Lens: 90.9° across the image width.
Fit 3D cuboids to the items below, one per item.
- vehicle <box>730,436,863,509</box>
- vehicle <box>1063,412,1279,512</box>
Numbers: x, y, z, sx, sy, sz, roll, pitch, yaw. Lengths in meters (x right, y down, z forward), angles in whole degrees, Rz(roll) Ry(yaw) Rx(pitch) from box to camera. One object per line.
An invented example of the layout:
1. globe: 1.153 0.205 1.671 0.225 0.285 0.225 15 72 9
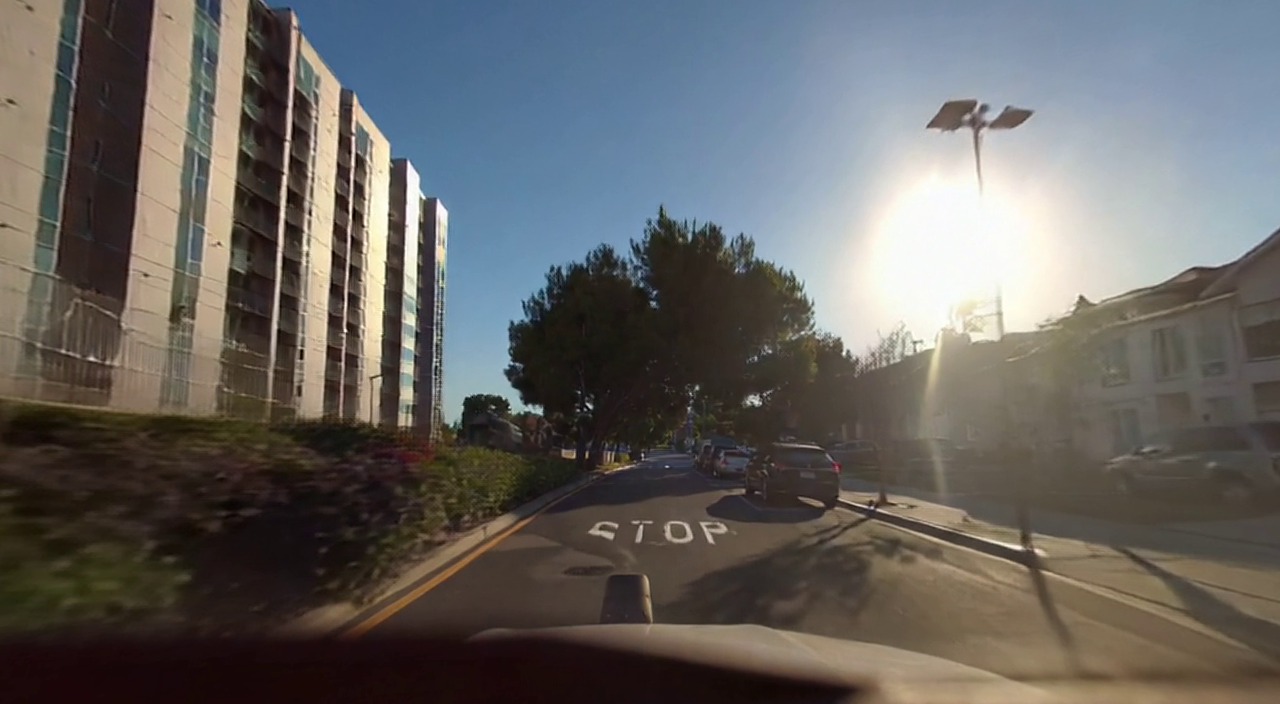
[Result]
1. vehicle: 3.547 2.819 15.280 2.024 1.475 4.565 0 -9 0
2. vehicle: 10.332 1.937 11.430 1.997 1.430 4.986 0 -9 2
